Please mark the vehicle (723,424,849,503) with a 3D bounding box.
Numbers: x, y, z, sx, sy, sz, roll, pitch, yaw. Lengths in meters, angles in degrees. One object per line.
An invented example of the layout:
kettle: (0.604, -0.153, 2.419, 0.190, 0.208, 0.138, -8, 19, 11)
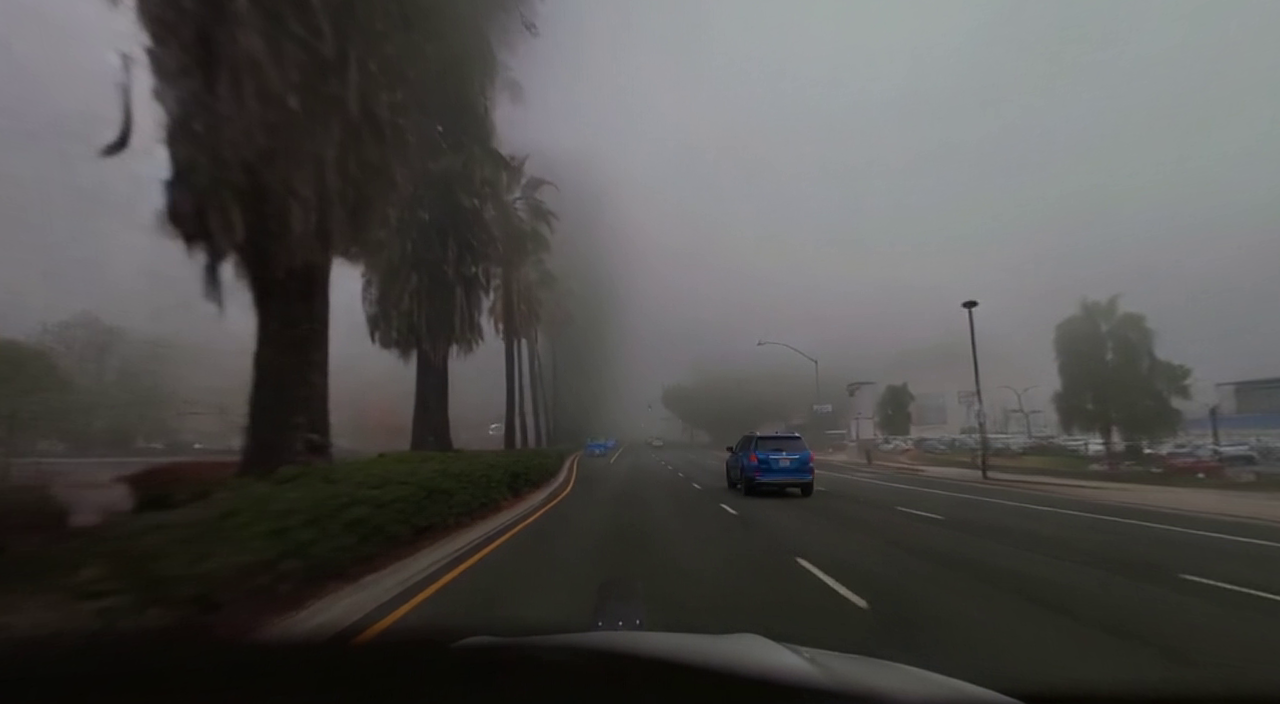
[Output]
vehicle: (3.464, 2.743, 15.896, 2.072, 1.696, 4.177, 0, -8, -1)
